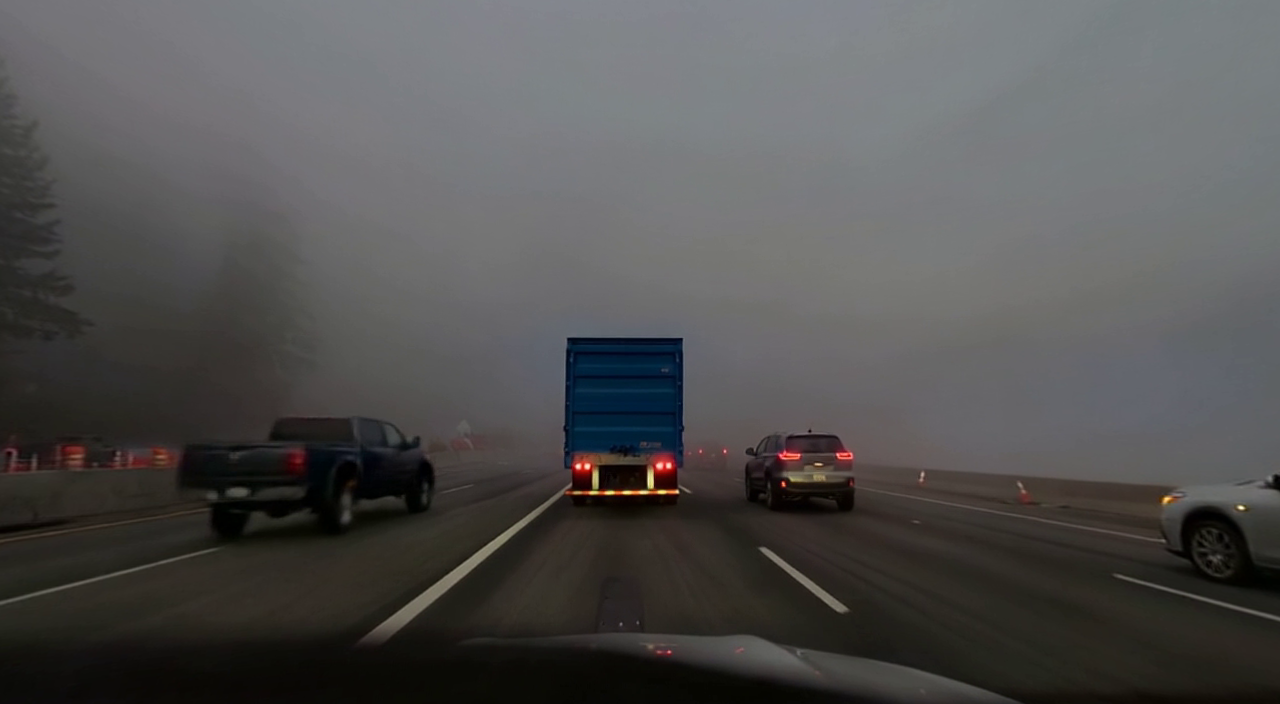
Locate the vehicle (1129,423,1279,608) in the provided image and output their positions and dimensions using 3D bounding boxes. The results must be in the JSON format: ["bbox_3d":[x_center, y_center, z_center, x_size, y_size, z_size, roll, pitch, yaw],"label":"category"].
[{"bbox_3d":[6.905,1.339,4.799,2.070,1.632,4.774,2,-9,-9],"label":"vehicle"}]

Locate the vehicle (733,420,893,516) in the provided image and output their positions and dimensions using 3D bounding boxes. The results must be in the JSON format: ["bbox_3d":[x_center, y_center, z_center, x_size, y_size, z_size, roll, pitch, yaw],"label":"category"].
[{"bbox_3d":[3.420,2.408,13.473,2.103,1.713,4.173,1,-9,-2],"label":"vehicle"}]

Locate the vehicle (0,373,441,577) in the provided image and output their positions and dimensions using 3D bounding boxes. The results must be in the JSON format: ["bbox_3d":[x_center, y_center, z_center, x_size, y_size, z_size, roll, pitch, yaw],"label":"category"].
[{"bbox_3d":[-5.119,1.626,9.152,2.421,1.965,5.980,0,-8,1],"label":"vehicle"}]

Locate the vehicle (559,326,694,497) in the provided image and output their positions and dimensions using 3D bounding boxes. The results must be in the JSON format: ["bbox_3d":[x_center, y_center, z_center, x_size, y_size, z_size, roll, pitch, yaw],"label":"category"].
[{"bbox_3d":[-0.462,2.093,19.601,3.067,3.940,10.154,1,-9,-2],"label":"vehicle"}]
